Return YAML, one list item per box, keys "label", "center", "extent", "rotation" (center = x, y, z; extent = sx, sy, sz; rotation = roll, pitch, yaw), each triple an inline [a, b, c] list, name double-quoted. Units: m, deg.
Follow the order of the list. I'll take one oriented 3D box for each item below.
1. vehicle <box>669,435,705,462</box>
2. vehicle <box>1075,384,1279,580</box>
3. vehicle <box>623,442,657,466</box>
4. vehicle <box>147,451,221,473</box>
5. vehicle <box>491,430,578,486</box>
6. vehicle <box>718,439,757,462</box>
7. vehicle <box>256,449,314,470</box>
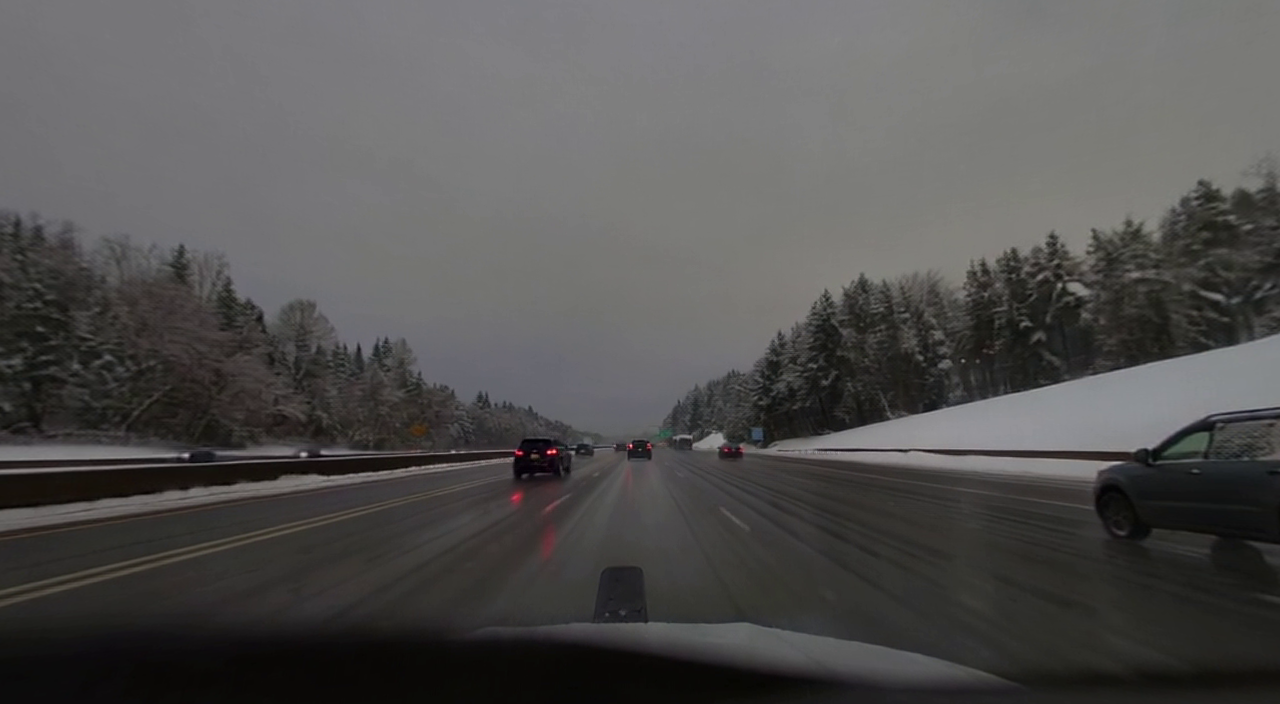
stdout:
- label: "vehicle"
  center: [3.656, 7.600, 49.649]
  extent: [2.348, 1.991, 5.460]
  rotation: [0, -8, 0]
- label: "vehicle"
  center: [6.847, 1.183, 5.801]
  extent: [2.123, 1.756, 4.959]
  rotation: [0, -8, 0]
- label: "vehicle"
  center: [-0.015, 6.523, 40.376]
  extent: [2.050, 1.452, 3.917]
  rotation: [0, -8, 0]
- label: "vehicle"
  center: [-34.277, 8.278, 47.577]
  extent: [1.980, 1.539, 4.797]
  rotation: [0, -8, 1]
- label: "vehicle"
  center: [-3.594, 3.724, 22.489]
  extent: [2.118, 1.750, 4.875]
  rotation: [-1, -8, 2]
- label: "vehicle"
  center: [7.429, 7.591, 48.575]
  extent: [2.196, 1.659, 4.451]
  rotation: [0, -8, -1]
- label: "vehicle"
  center: [-26.702, 8.095, 47.576]
  extent: [1.814, 1.465, 4.230]
  rotation: [-1, -8, 2]
